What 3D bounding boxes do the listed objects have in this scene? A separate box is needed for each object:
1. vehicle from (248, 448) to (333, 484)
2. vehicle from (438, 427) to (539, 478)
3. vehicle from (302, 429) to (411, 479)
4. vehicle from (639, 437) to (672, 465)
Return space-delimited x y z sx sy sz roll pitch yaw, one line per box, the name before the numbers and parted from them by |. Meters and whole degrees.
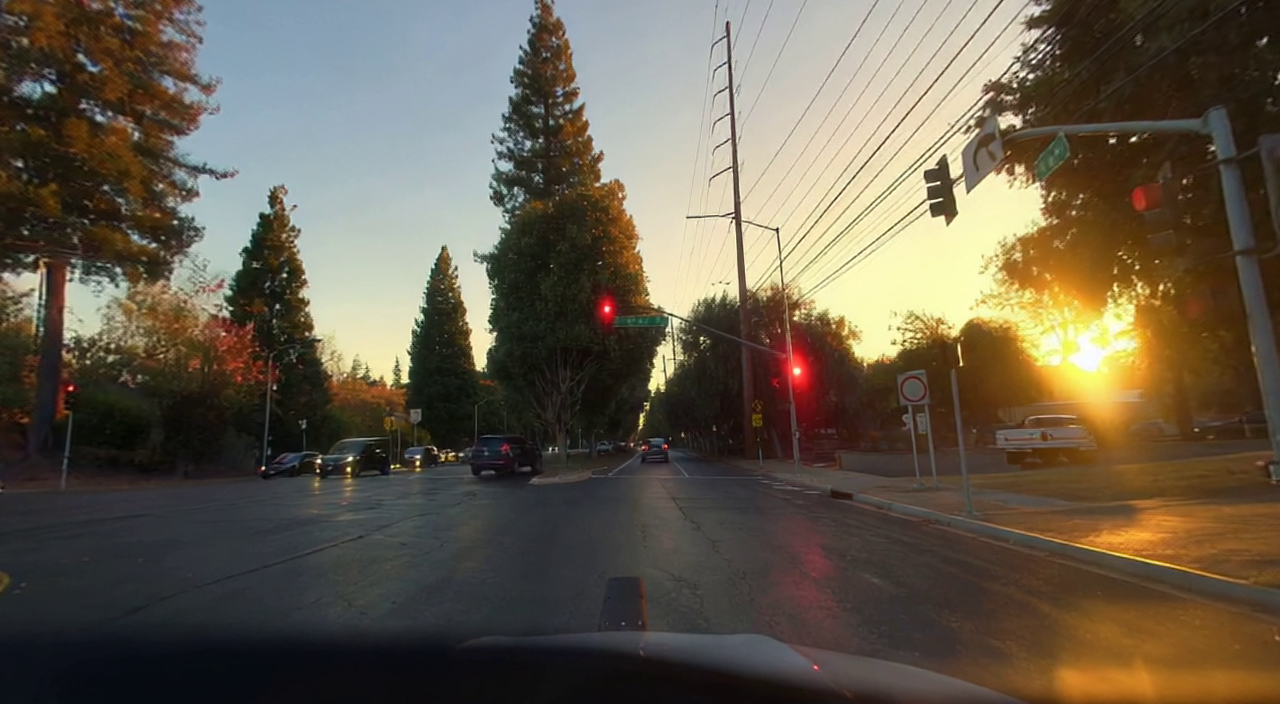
vehicle | -17.094 5.590 30.965 1.942 1.477 3.957 -4 -9 0
vehicle | -6.319 4.290 26.883 2.175 1.957 4.686 -3 -9 15
vehicle | -13.120 4.768 29.629 2.350 2.104 5.828 0 -8 1
vehicle | 0.934 6.496 41.362 2.010 1.681 4.682 0 -8 0
